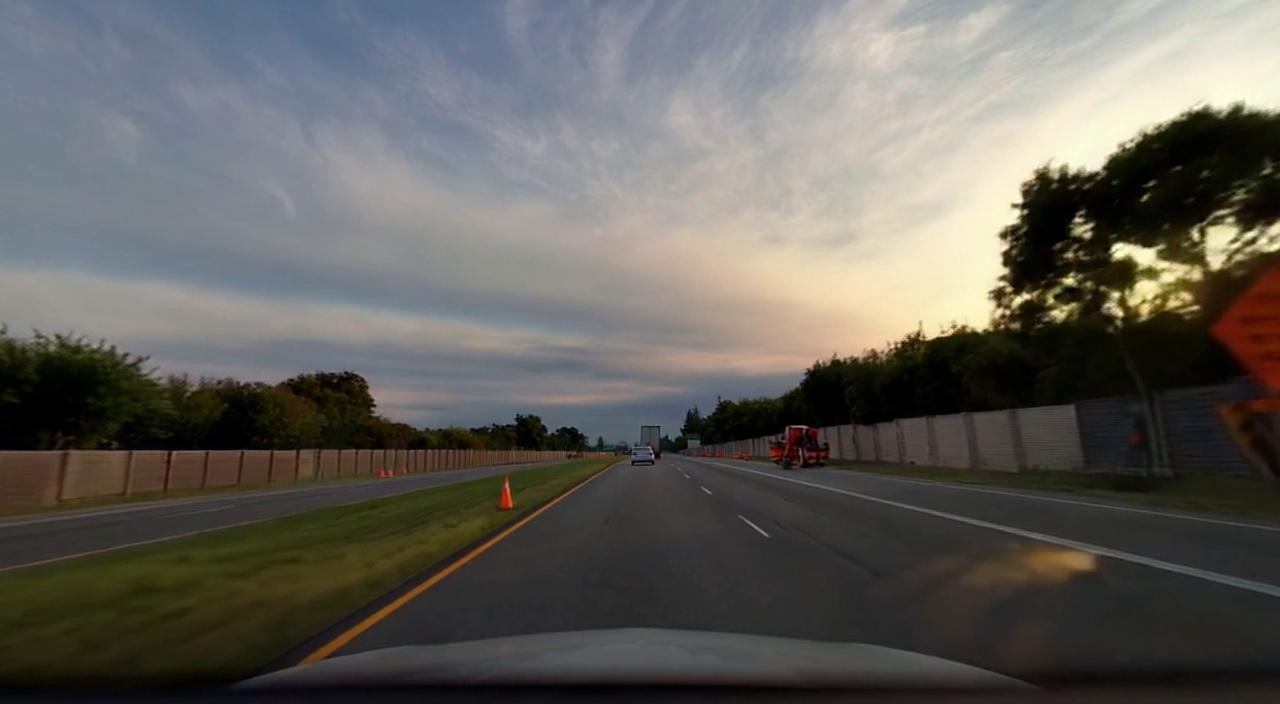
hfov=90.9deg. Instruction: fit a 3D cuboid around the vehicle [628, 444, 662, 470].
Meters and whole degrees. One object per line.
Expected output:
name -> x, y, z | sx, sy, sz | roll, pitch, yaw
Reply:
vehicle -> 0.300, 6.655, 40.105 | 2.065, 1.573, 3.734 | 0, -9, -1
